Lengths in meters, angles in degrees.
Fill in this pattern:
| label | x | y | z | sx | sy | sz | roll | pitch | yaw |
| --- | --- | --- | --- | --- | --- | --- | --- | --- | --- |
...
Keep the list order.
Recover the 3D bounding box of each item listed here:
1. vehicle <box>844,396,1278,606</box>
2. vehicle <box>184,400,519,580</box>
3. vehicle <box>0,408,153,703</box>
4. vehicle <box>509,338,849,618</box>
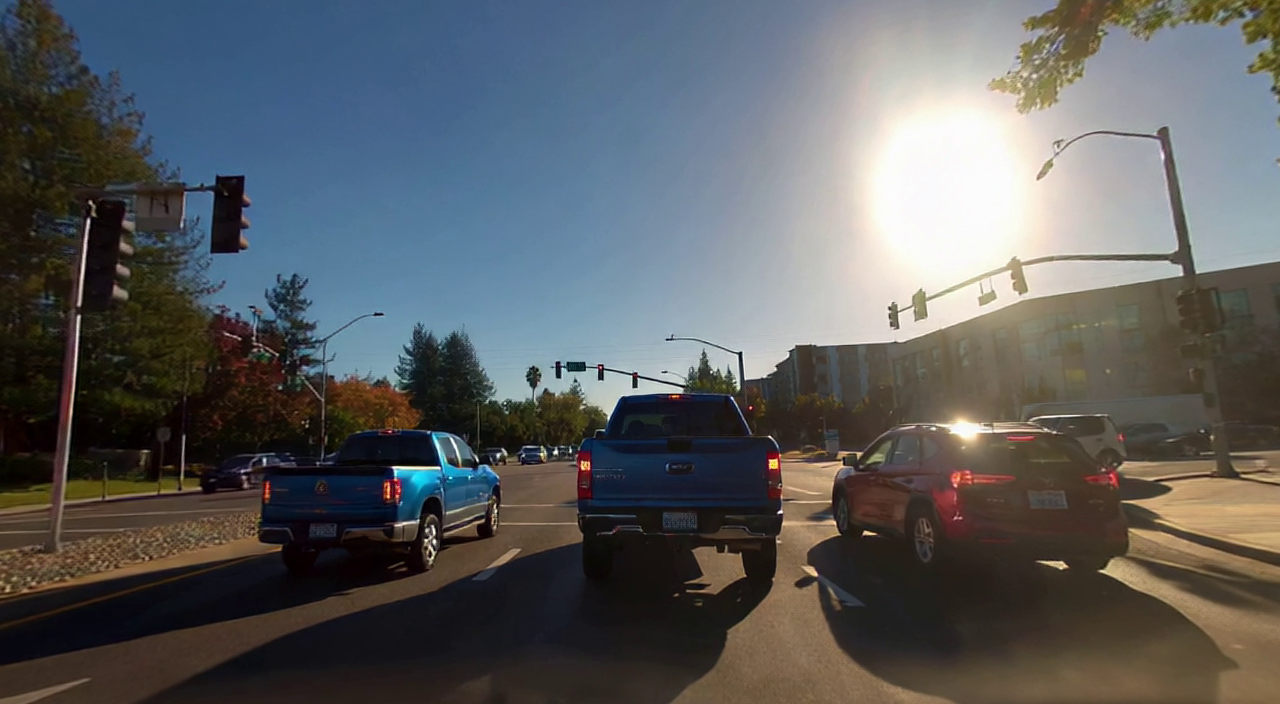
| label | x | y | z | sx | sy | sz | roll | pitch | yaw |
| --- | --- | --- | --- | --- | --- | --- | --- | --- | --- |
| vehicle | 4.050 | 1.500 | 7.190 | 1.984 | 1.659 | 4.226 | 0 | -8 | 0 |
| vehicle | -3.291 | 1.691 | 8.580 | 2.125 | 1.739 | 4.707 | 0 | -8 | 3 |
| vehicle | -3.387 | 0.708 | 0.655 | 1.998 | 1.481 | 4.656 | 0 | -8 | 1 |
| vehicle | 0.326 | 1.274 | 7.156 | 2.505 | 2.084 | 4.768 | 0 | -8 | 1 |
